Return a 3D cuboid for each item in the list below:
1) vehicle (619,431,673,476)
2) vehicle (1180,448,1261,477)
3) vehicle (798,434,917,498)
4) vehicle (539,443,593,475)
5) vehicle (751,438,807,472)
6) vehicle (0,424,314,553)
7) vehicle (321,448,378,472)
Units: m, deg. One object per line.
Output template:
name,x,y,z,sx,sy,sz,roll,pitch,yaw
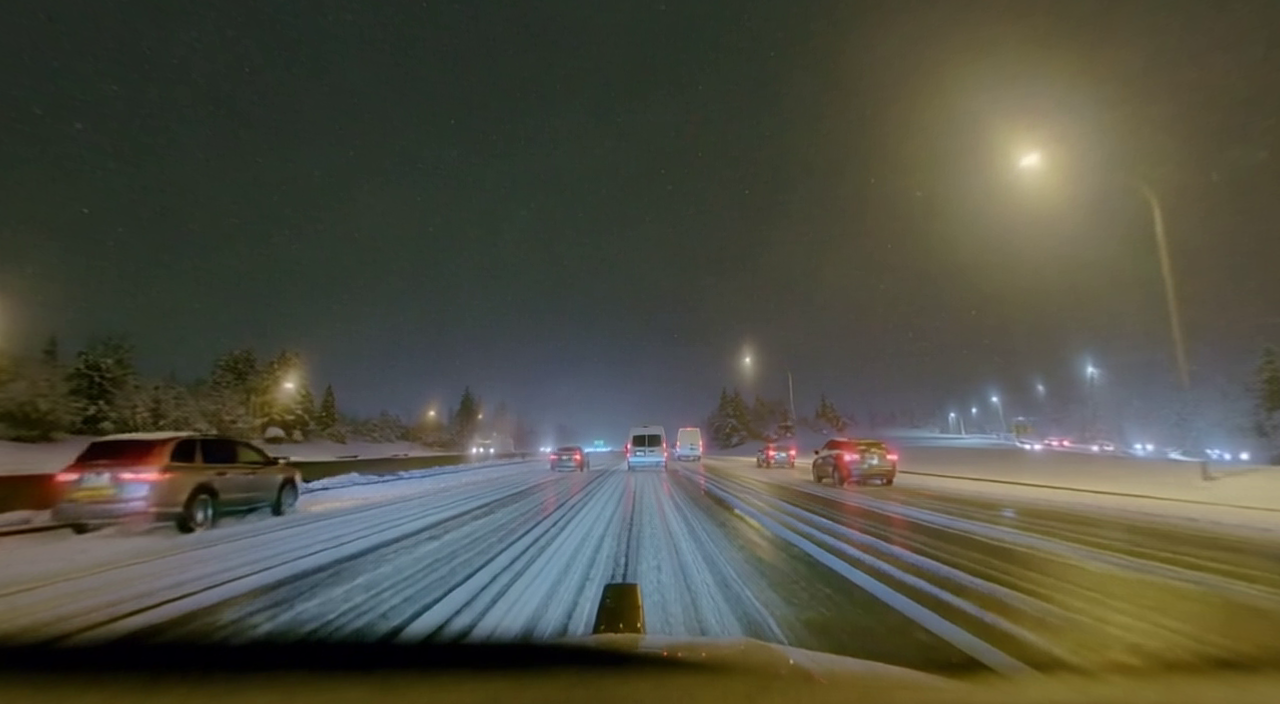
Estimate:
vehicle,0.313,5.105,31.866,2.509,2.062,4.639,0,-9,1
vehicle,37.981,7.180,41.336,2.039,1.718,4.674,-3,-9,18
vehicle,6.360,3.374,19.071,2.146,1.678,4.489,0,-9,2
vehicle,-3.732,5.487,32.596,2.173,1.542,4.781,0,-9,1
vehicle,8.008,5.977,36.843,2.147,1.808,5.243,0,-9,0
vehicle,-7.658,2.087,10.379,2.108,1.619,4.548,0,-9,0
vehicle,-18.957,7.049,41.248,1.843,1.487,3.747,0,-9,2
